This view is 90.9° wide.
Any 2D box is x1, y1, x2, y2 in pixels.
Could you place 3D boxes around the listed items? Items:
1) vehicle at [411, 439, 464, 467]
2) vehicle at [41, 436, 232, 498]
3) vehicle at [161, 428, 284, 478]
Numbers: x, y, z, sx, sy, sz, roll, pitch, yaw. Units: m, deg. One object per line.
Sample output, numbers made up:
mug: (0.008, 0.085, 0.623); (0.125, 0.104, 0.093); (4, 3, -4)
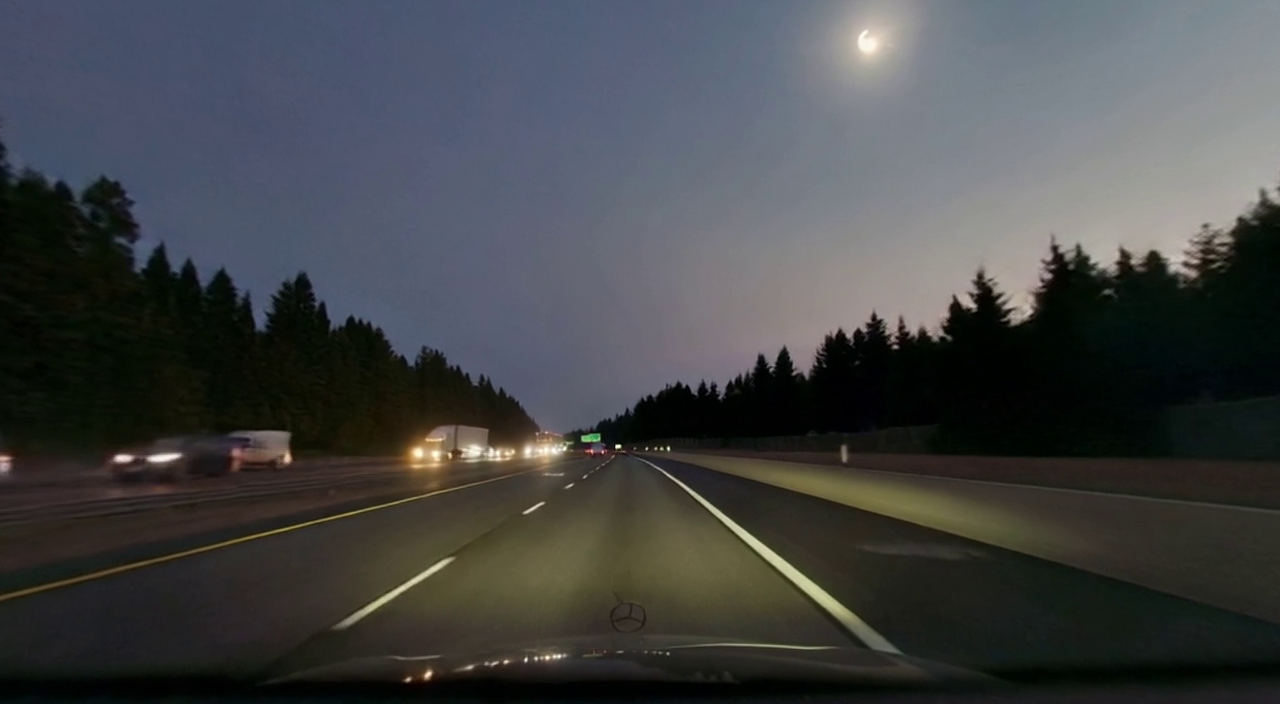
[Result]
vehicle: (-13.869, 6.966, 43.434); (2.107, 1.790, 4.620); (0, -9, 0)
vehicle: (-14.034, 3.220, 17.965); (1.846, 1.517, 4.301); (-1, -9, 0)
vehicle: (-18.442, 4.494, 28.196); (2.145, 2.042, 4.848); (0, -9, 0)
